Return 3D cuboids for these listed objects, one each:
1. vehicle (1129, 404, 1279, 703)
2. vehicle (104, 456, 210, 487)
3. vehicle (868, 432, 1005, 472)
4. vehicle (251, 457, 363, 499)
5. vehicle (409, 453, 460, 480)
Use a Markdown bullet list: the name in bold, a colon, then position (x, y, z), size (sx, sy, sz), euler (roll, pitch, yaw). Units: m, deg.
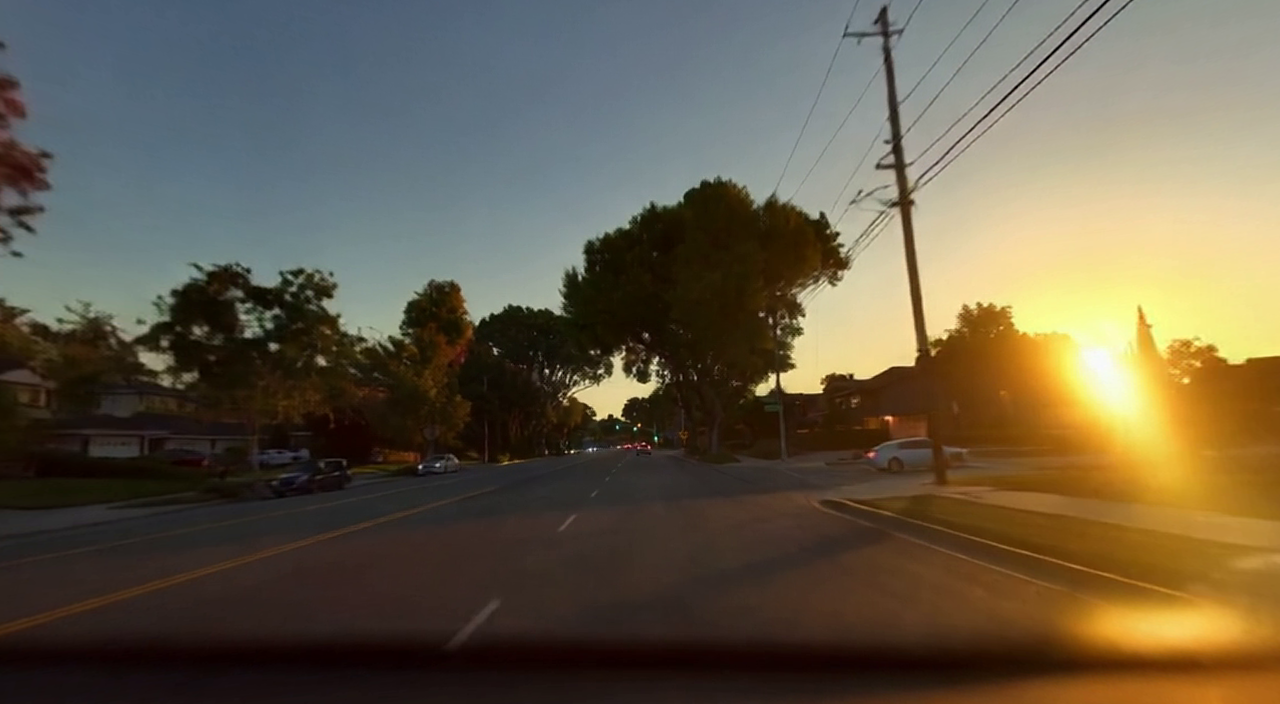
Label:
- **vehicle**: position (3.518, 0.712, 0.695), size (2.093, 1.524, 4.835), euler (0, -8, 0)
- **vehicle**: position (-24.248, 6.029, 31.782), size (3.894, 1.459, 1.638), euler (0, -11, 0)
- **vehicle**: position (11.861, 4.001, 25.410), size (4.644, 1.471, 1.843), euler (1, -8, -9)
- **vehicle**: position (-13.679, 5.175, 26.311), size (1.901, 1.481, 4.636), euler (-1, -8, 4)
- **vehicle**: position (-13.766, 7.655, 42.528), size (1.941, 1.501, 4.432), euler (-3, -7, 0)
